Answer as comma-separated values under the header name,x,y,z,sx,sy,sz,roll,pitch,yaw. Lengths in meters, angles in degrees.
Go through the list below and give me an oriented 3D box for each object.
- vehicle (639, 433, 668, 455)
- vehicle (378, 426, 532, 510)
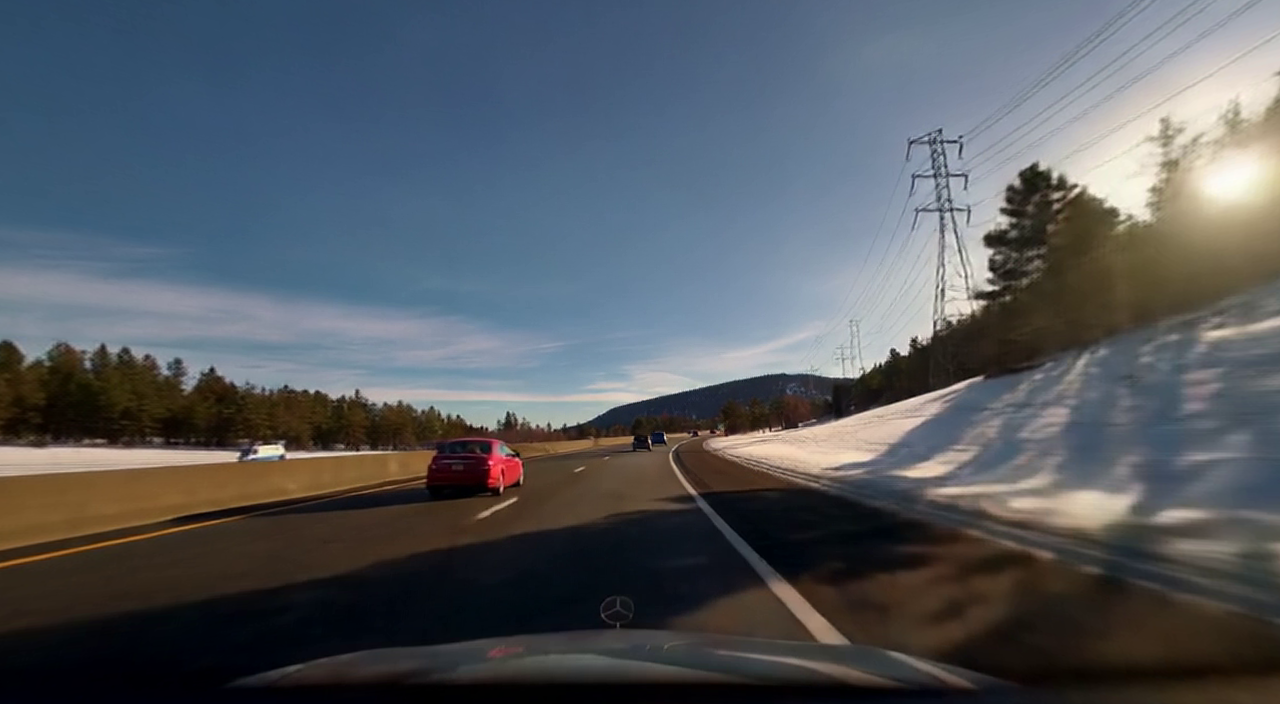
name,x,y,z,sx,sy,sz,roll,pitch,yaw
vehicle,1.054,6.932,47.486,2.077,1.523,4.206,0,-8,3
vehicle,-3.767,2.415,13.707,2.030,1.522,4.250,0,-8,0
